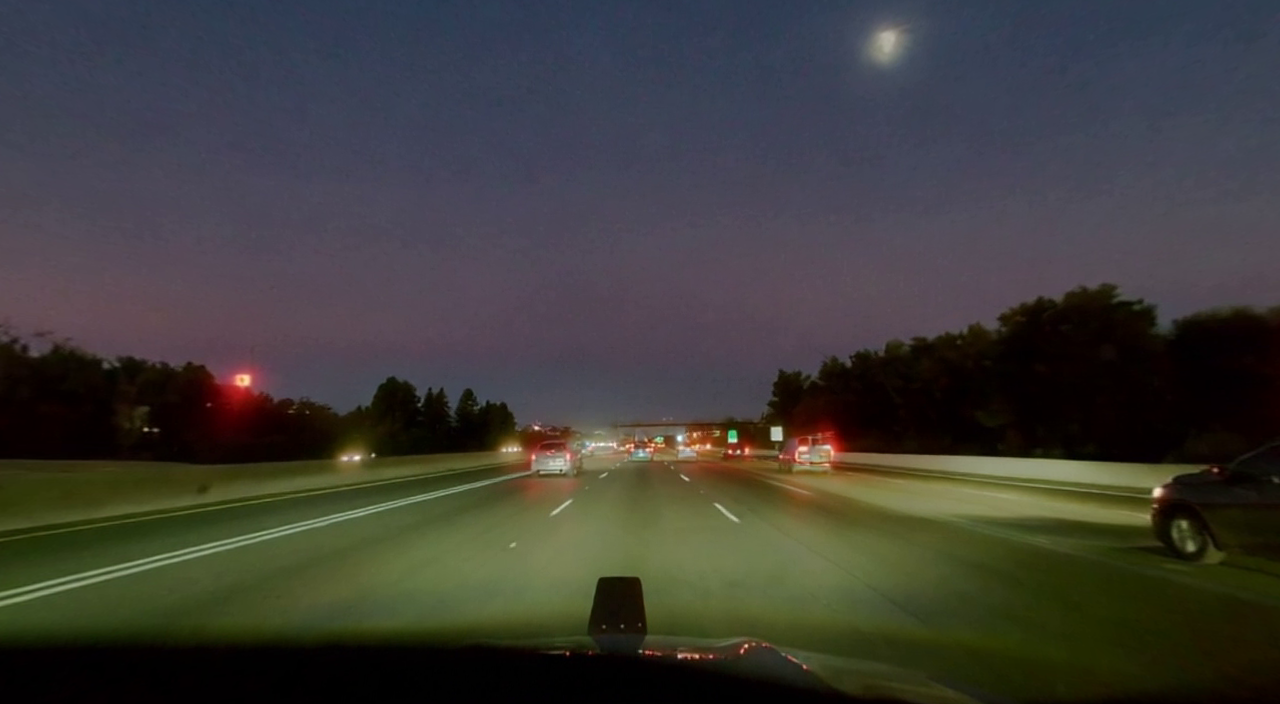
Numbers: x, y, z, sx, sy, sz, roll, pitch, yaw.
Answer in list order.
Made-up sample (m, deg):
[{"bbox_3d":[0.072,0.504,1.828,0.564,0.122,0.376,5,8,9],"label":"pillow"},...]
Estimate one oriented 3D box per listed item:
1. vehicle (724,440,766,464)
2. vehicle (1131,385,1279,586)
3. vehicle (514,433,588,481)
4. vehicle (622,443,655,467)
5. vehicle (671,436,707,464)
[{"bbox_3d":[7.444,7.155,45.239,2.196,1.659,4.451,0,-8,-1],"label":"vehicle"},{"bbox_3d":[6.709,1.039,4.653,2.123,1.756,4.959,0,-8,0],"label":"vehicle"},{"bbox_3d":[-3.467,4.227,25.626,2.118,1.750,4.875,-1,-8,2],"label":"vehicle"},{"bbox_3d":[-0.086,6.689,41.089,2.050,1.452,3.917,0,-8,0],"label":"vehicle"},{"bbox_3d":[3.721,7.566,48.940,2.348,1.991,5.460,0,-8,0],"label":"vehicle"}]
